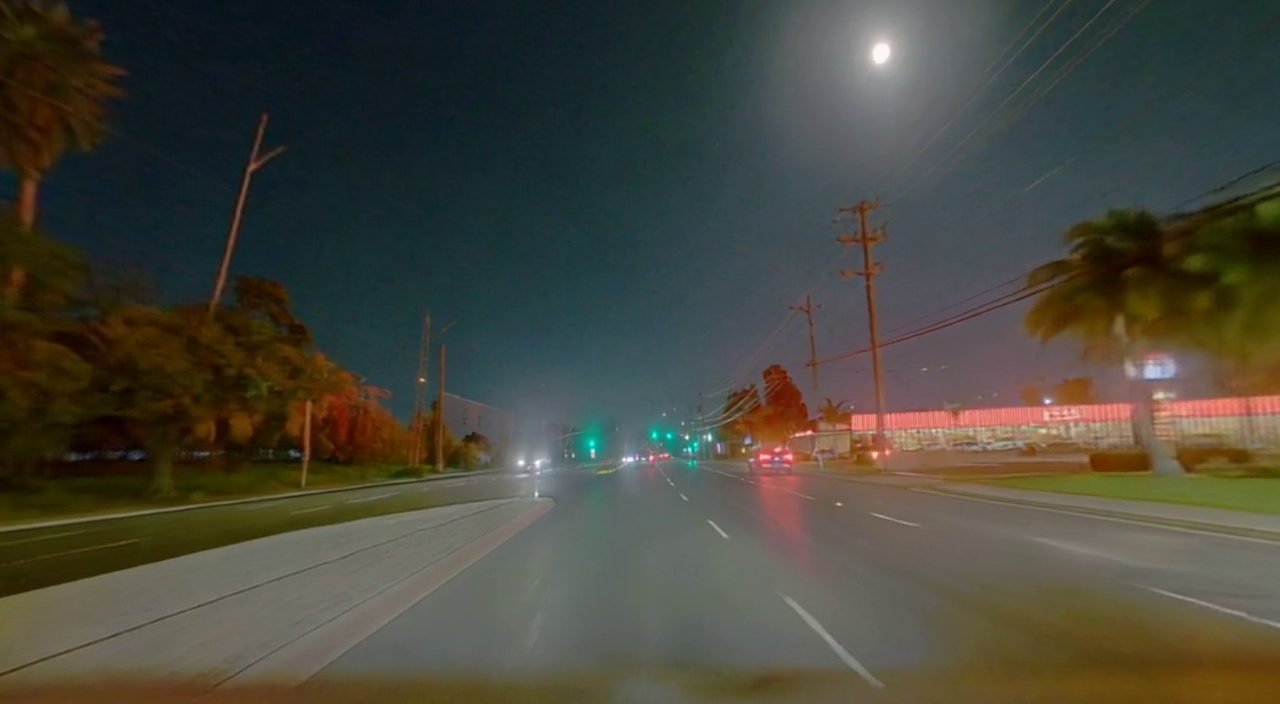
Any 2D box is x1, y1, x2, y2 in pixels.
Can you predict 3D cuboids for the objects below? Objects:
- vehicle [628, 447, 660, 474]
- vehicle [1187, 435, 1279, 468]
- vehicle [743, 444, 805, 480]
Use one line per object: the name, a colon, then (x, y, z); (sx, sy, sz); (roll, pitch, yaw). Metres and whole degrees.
vehicle: (0.296, 7.480, 43.588); (2.138, 1.702, 4.168); (0, -9, 1)
vehicle: (29.604, 4.828, 30.573); (4.191, 1.492, 1.950); (0, -9, 0)
vehicle: (6.868, 5.680, 32.887); (2.252, 1.718, 4.617); (0, -9, 1)
